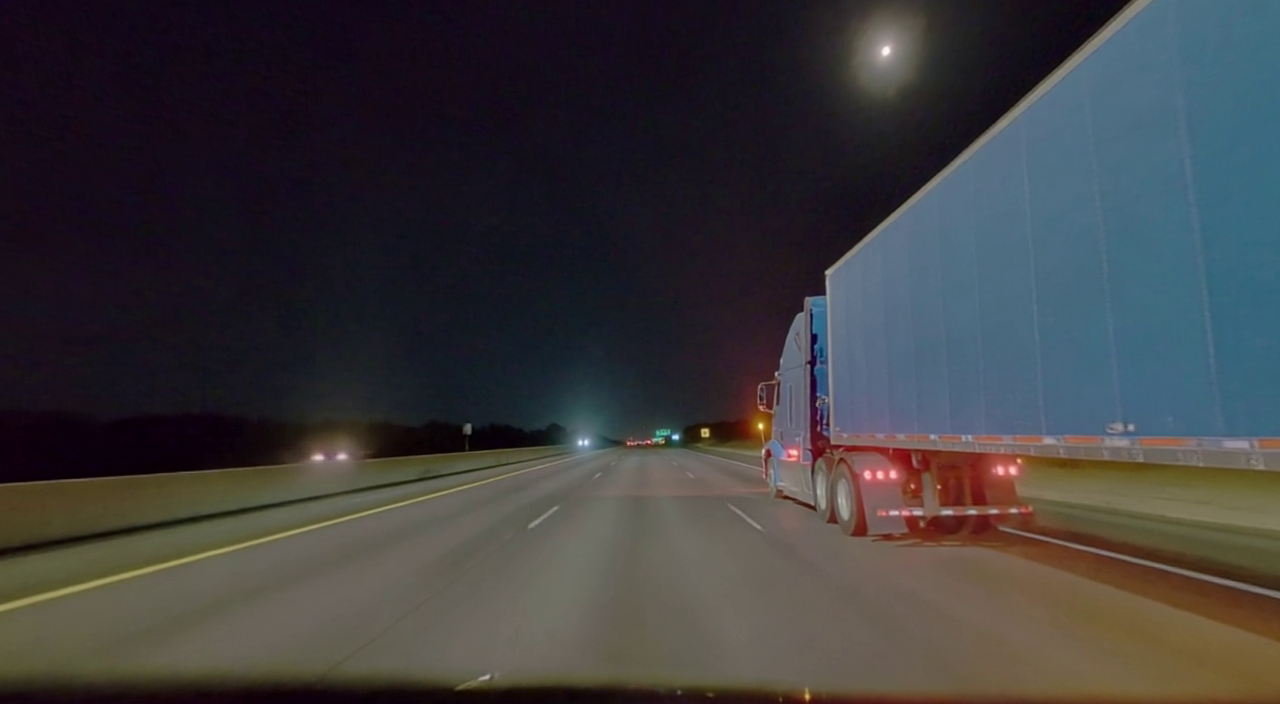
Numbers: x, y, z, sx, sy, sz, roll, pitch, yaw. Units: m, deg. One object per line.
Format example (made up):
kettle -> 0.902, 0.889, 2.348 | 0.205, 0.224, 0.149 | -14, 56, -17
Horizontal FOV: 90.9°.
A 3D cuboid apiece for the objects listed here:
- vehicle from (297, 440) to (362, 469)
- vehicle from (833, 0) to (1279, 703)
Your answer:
vehicle -> -21.082, 6.967, 43.058 | 1.993, 1.880, 4.717 | 0, -8, 0
vehicle -> 3.766, -0.177, 2.756 | 3.012, 3.768, 8.945 | 0, -8, 0
